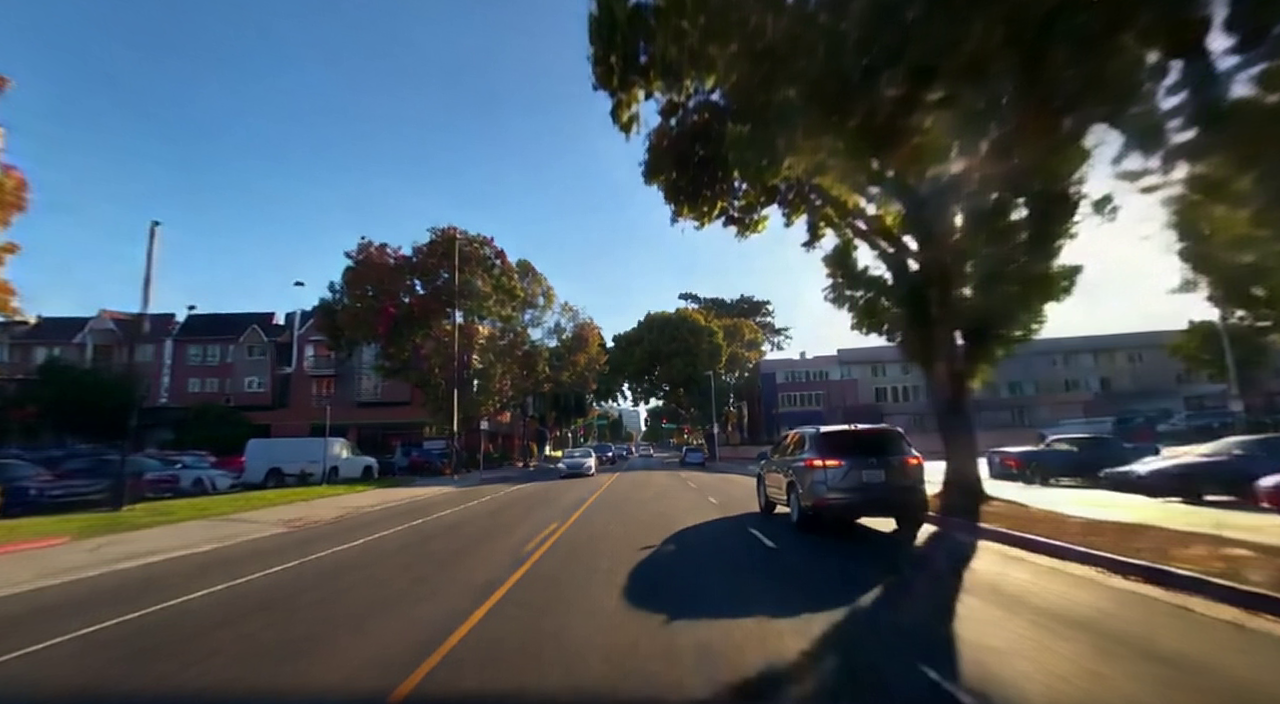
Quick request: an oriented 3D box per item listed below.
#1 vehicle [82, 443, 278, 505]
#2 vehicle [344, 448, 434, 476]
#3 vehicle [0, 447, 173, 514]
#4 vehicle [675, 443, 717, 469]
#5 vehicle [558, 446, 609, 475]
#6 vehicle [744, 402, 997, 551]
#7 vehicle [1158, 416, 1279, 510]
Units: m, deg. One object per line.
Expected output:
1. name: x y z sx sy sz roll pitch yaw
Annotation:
1. vehicle: -14.834 3.867 20.513 4.835 1.766 2.076 7 -11 -41
2. vehicle: -14.352 6.269 36.189 4.318 1.483 1.994 7 -11 -41
3. vehicle: -15.078 3.395 16.831 3.993 1.566 2.114 5 -12 -33
4. vehicle: 3.406 6.394 38.975 2.072 1.471 4.834 0 -9 -1
5. vehicle: -2.901 5.679 33.276 2.133 1.439 4.280 -1 -9 3
6. vehicle: 3.331 1.950 10.573 2.251 1.861 5.144 0 -9 0
7. vehicle: 12.165 1.978 11.465 3.671 1.529 2.056 0 -9 -3
